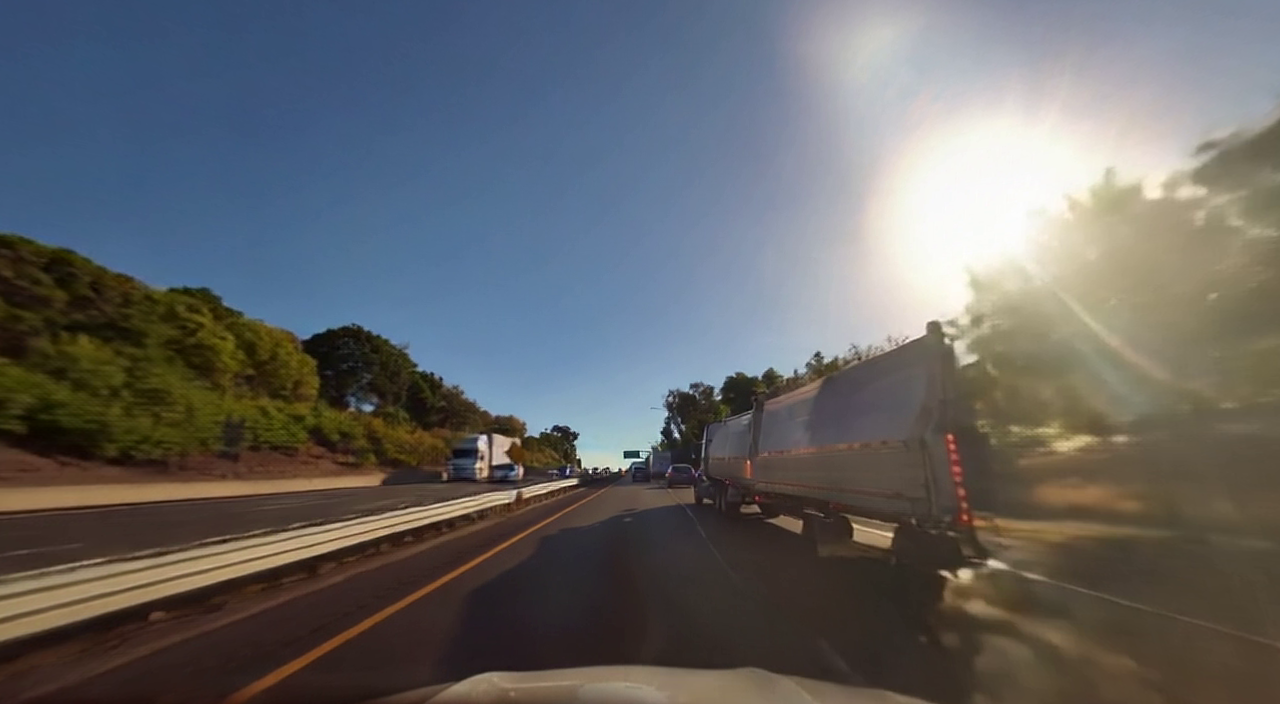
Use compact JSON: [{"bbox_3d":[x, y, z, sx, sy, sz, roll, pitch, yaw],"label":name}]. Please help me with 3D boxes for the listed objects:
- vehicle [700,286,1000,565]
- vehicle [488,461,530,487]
[{"bbox_3d":[3.699,2.288,16.276,2.863,4.088,14.040,1,-10,0],"label":"vehicle"},{"bbox_3d":[-9.307,8.688,45.053,1.996,1.740,4.245,1,-10,0],"label":"vehicle"}]
